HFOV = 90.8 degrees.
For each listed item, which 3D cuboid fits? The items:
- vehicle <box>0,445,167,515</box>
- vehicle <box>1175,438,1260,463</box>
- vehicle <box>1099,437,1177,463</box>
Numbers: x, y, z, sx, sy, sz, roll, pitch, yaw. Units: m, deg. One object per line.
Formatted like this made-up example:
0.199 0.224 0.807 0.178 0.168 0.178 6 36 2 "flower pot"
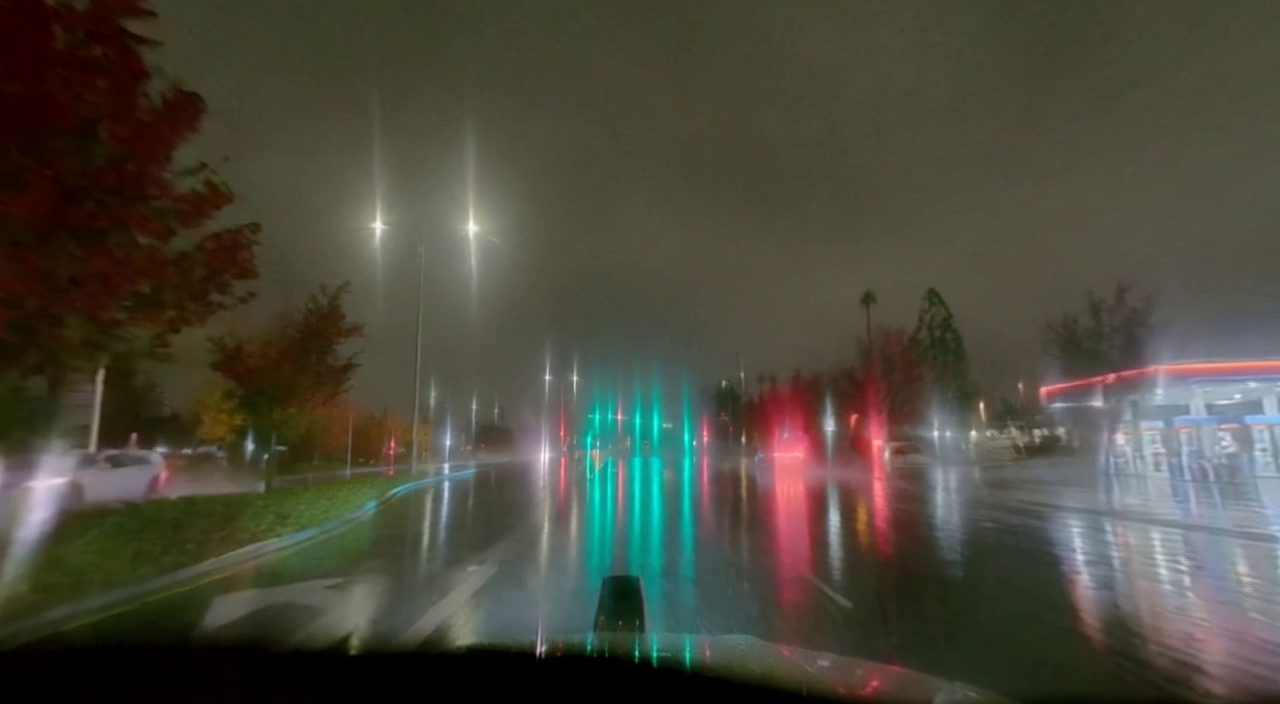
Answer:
-15.498 3.351 17.135 1.916 1.620 4.408 0 -8 0 "vehicle"
36.700 6.261 40.281 1.665 1.442 3.759 0 -8 -4 "vehicle"
31.036 6.157 39.535 1.591 1.491 4.005 -2 -9 1 "vehicle"
